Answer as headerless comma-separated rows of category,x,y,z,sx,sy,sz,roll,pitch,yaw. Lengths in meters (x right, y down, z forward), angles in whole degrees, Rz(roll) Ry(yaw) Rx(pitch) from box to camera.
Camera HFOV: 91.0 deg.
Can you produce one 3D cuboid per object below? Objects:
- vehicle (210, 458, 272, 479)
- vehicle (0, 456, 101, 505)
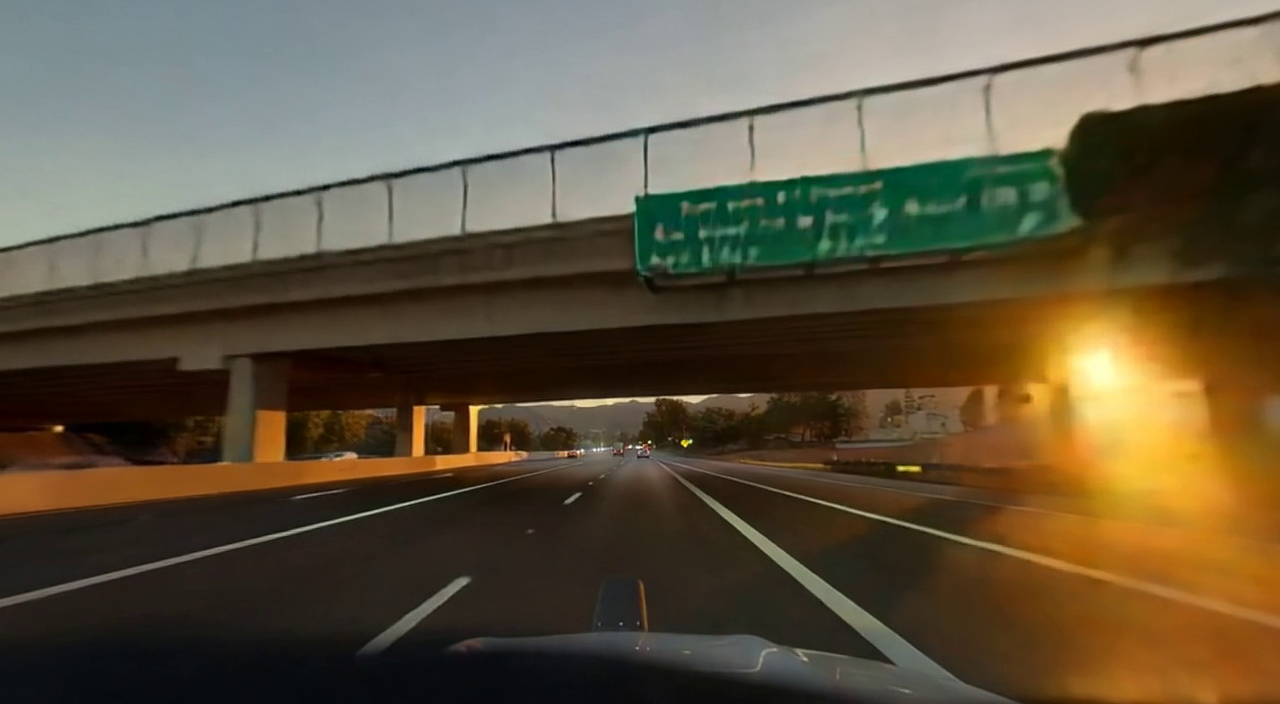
vehicle,-31.076,9.061,49.155,1.908,1.519,4.564,0,-9,-1
vehicle,-21.583,4.366,21.637,1.877,1.533,4.700,0,-9,1
